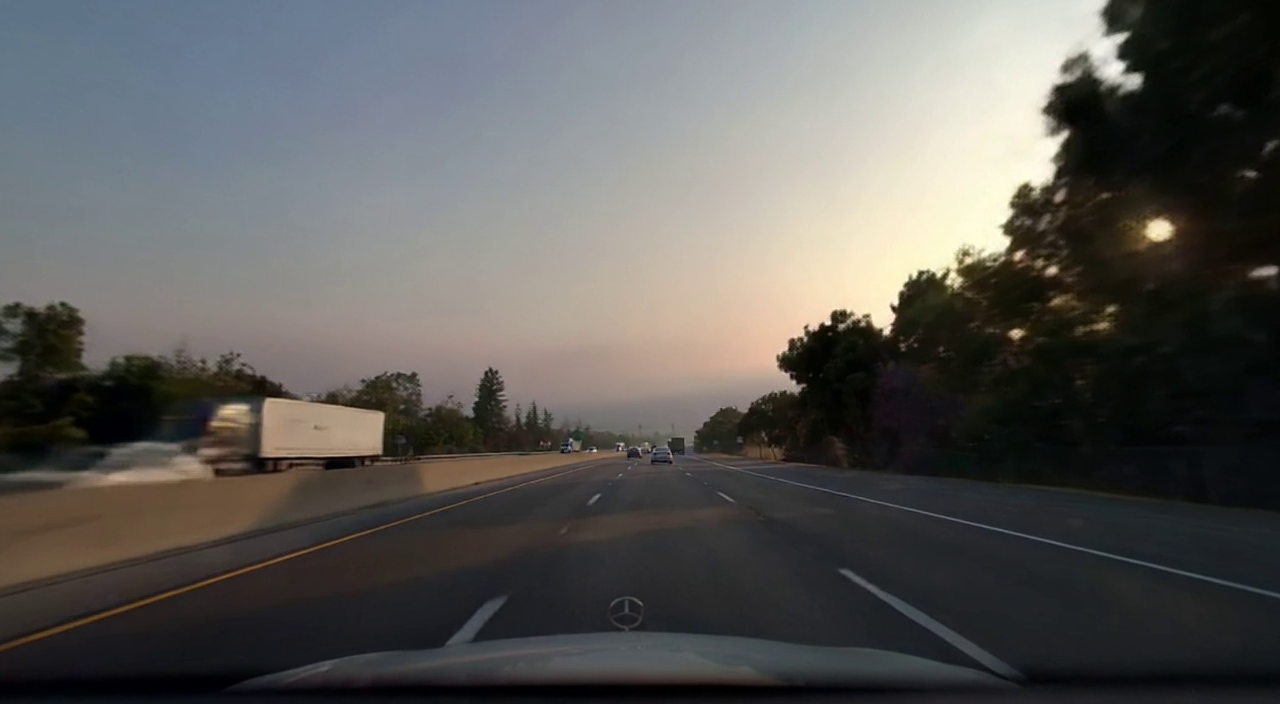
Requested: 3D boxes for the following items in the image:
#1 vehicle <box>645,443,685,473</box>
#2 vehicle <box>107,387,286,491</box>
[{"bbox_3d":[1.409,6.294,37.456,2.231,1.652,4.503,0,-9,1],"label":"vehicle"},{"bbox_3d":[-18.915,3.823,27.512,3.195,4.035,5.892,0,-9,1],"label":"vehicle"}]
